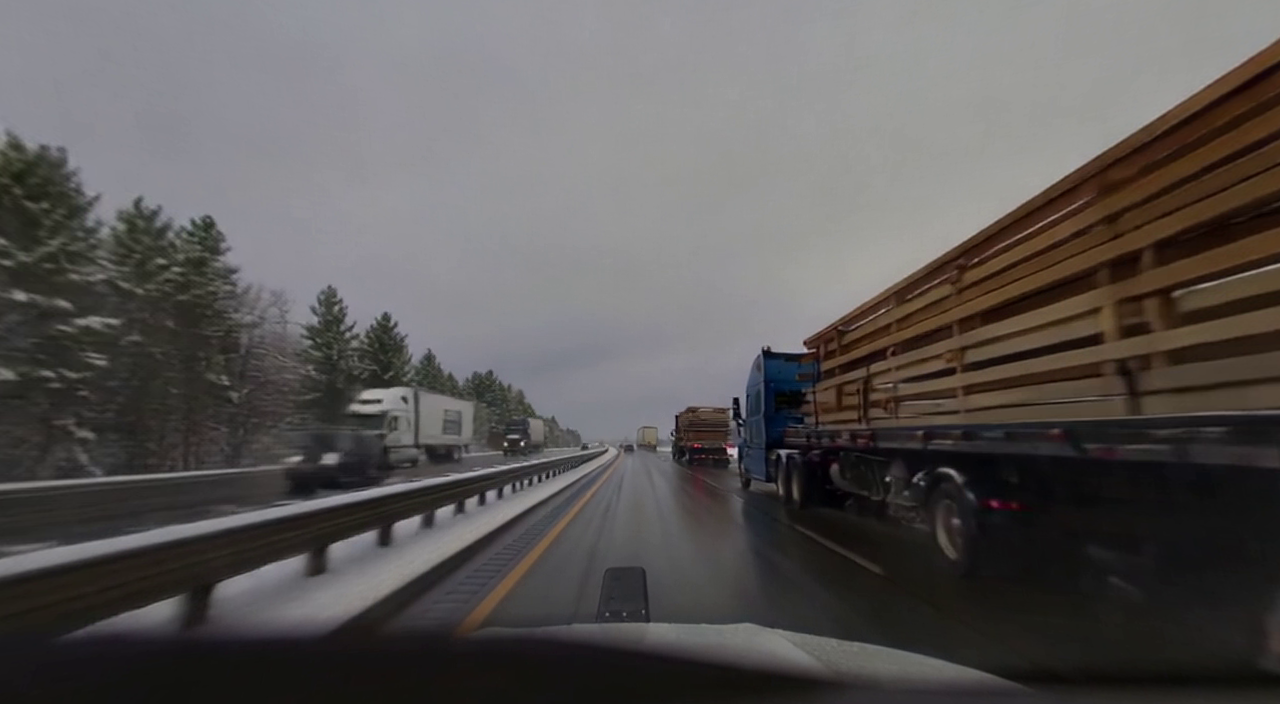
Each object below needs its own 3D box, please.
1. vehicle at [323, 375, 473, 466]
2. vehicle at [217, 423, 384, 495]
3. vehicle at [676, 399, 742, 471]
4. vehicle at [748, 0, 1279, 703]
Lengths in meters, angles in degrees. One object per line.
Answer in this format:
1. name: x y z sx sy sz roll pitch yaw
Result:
1. vehicle: -12.488 4.102 34.617 2.969 4.021 13.849 0 -9 -1
2. vehicle: -8.723 2.793 16.671 1.952 1.647 4.249 0 -9 2
3. vehicle: 4.379 5.867 43.952 3.023 4.054 16.882 0 -8 1
4. vehicle: 4.535 0.713 9.447 3.024 4.065 13.796 -1 -8 -1
